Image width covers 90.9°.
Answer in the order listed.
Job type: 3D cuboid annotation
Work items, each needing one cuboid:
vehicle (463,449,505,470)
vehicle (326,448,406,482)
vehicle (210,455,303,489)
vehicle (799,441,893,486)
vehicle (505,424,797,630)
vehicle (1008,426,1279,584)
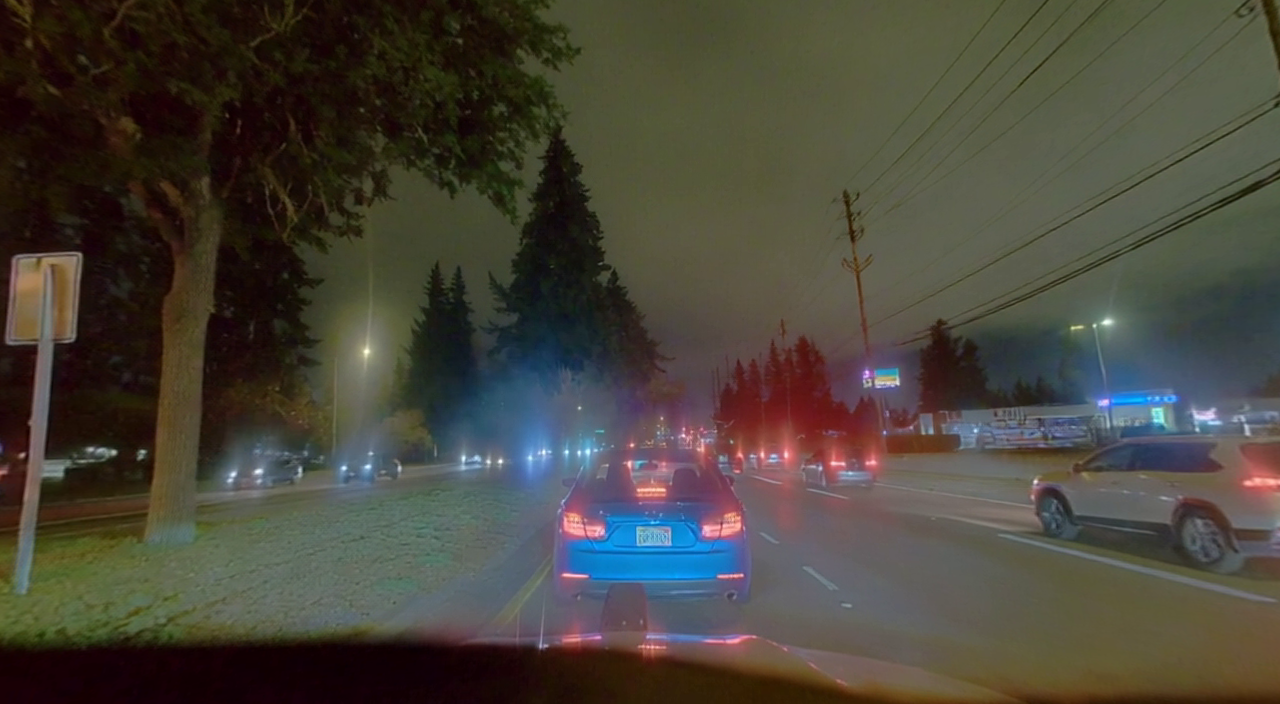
[{"bbox_3d":[-11.843,8.141,48.111,1.988,1.486,4.586,0,-8,1],"label":"vehicle"},{"bbox_3d":[-14.992,6.176,34.863,2.291,1.682,4.835,0,-8,0],"label":"vehicle"},{"bbox_3d":[-19.204,6.013,31.848,1.853,1.489,4.449,0,-8,0],"label":"vehicle"},{"bbox_3d":[7.416,4.031,23.189,1.899,1.458,4.499,0,-8,0],"label":"vehicle"},{"bbox_3d":[0.071,1.563,6.613,2.108,1.479,3.935,0,-8,0],"label":"vehicle"},{"bbox_3d":[7.009,1.757,8.122,1.850,1.480,4.474,0,-8,1],"label":"vehicle"}]
